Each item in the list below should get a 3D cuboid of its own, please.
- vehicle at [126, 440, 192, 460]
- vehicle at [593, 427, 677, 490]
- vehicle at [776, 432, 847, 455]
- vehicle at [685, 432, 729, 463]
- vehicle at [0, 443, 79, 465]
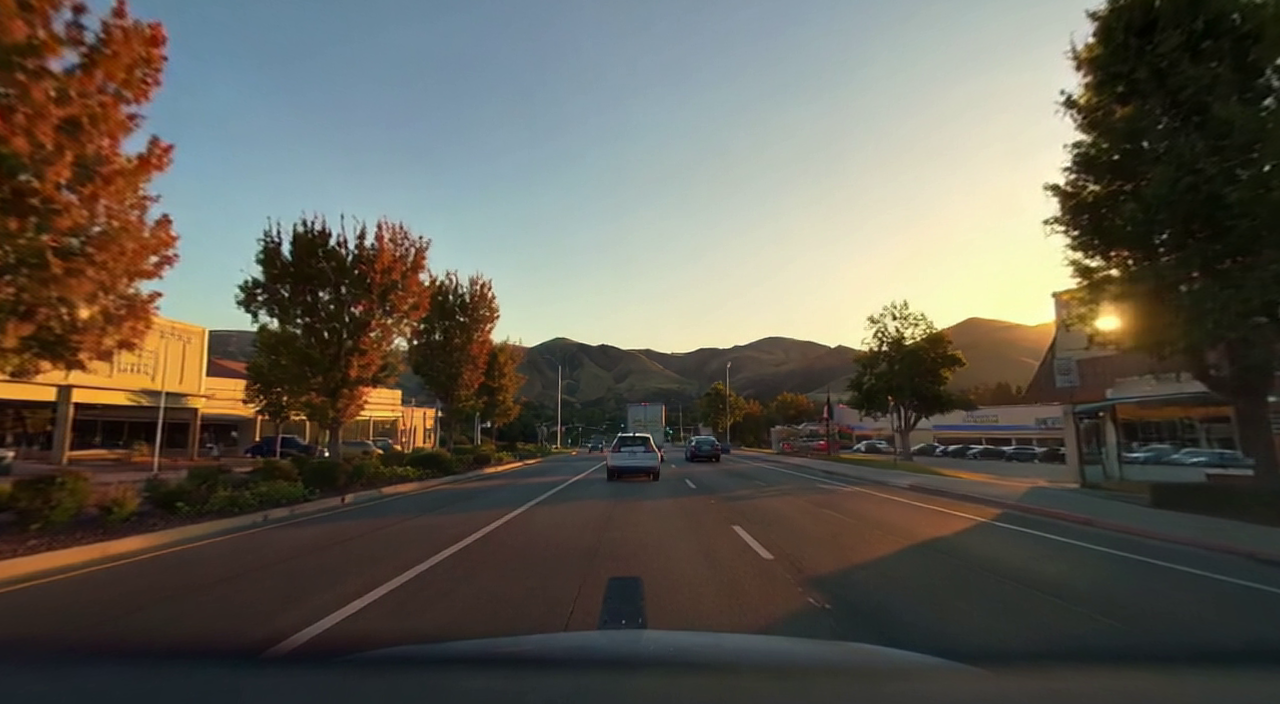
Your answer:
[{"bbox_3d":[-36.860,7.519,48.195,3.640,1.447,1.788,4,-9,-27],"label":"vehicle"},{"bbox_3d":[-0.145,3.083,18.501,2.193,1.651,3.946,0,-8,-1],"label":"vehicle"},{"bbox_3d":[13.234,7.067,48.591,4.887,1.734,2.014,0,-8,2],"label":"vehicle"},{"bbox_3d":[3.805,5.531,36.377,2.088,1.655,4.360,0,-8,0],"label":"vehicle"},{"bbox_3d":[-36.951,6.246,38.592,3.245,1.338,1.536,3,-9,-23],"label":"vehicle"}]
